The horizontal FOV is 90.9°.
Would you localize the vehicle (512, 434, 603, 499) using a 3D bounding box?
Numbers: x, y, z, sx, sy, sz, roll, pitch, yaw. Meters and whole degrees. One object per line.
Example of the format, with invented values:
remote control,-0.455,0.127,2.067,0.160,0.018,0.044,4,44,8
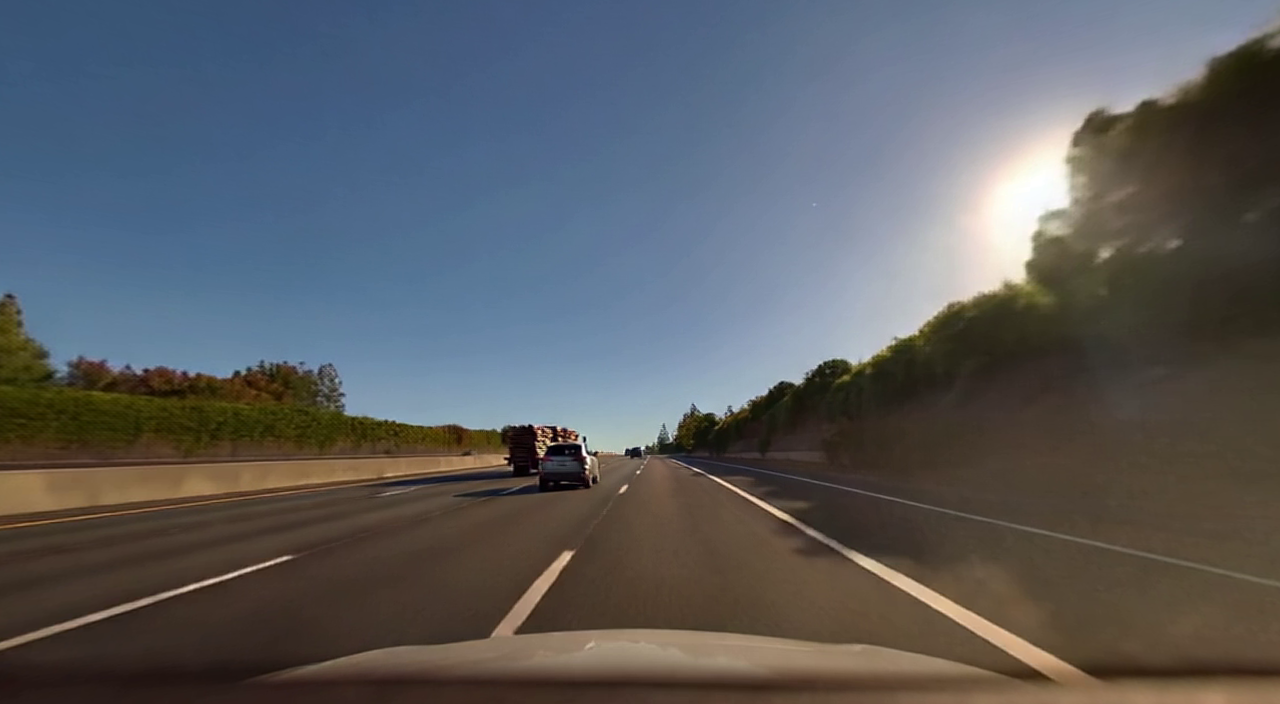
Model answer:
vehicle,-2.429,3.496,19.757,2.114,1.787,4.365,0,-8,2
